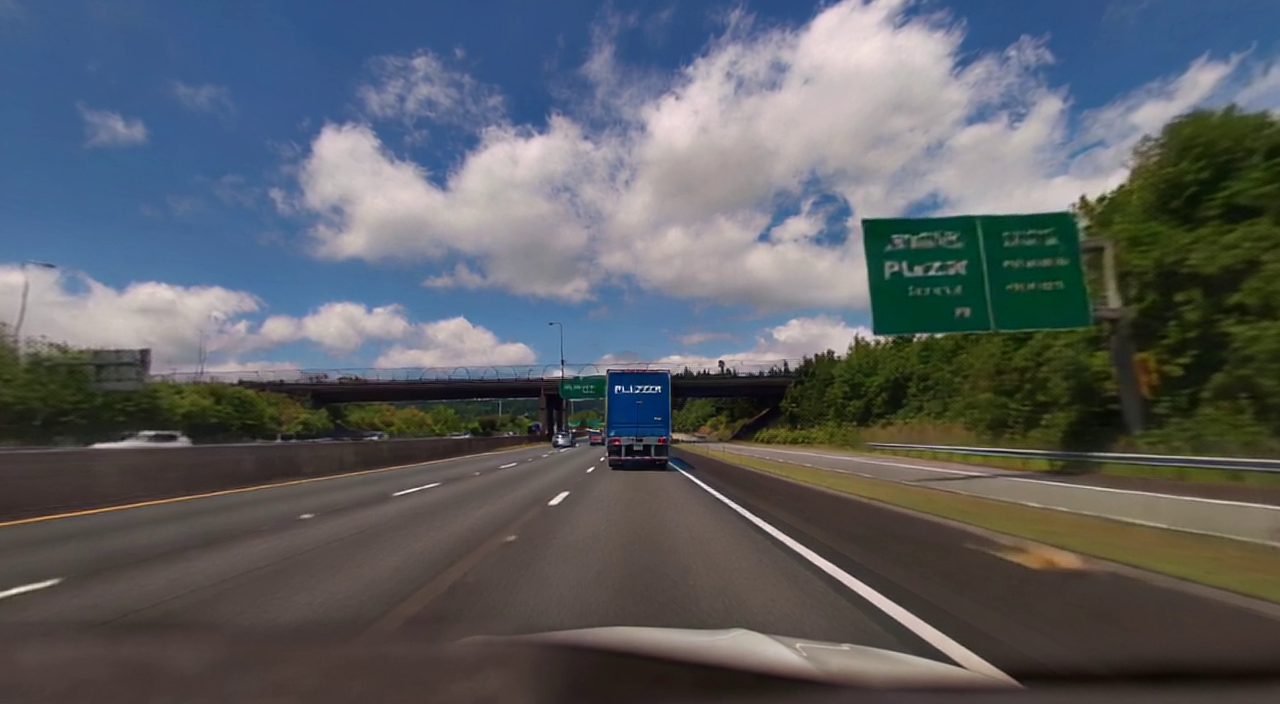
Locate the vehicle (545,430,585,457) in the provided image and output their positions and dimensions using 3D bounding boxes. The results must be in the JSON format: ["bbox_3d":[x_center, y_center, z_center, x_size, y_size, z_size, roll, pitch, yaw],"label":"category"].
[{"bbox_3d":[-4.970,6.149,42.366,2.198,1.712,4.655,0,-8,-1],"label":"vehicle"}]

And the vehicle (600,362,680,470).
[{"bbox_3d":[-0.150,3.156,29.155,2.926,3.959,11.818,0,-8,-1],"label":"vehicle"}]
